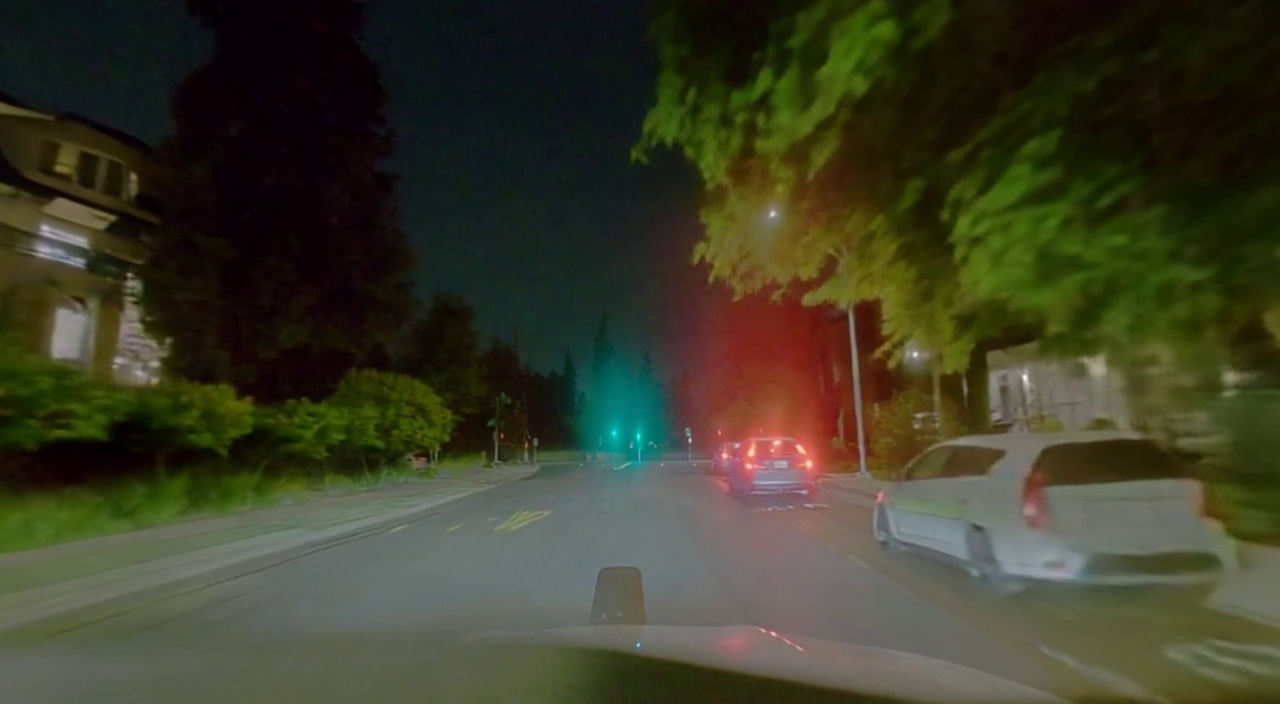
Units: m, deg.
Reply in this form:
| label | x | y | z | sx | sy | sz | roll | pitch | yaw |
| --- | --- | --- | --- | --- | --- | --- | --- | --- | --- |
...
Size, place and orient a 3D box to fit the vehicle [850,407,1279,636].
| label | x | y | z | sx | sy | sz | roll | pitch | yaw |
| --- | --- | --- | --- | --- | --- | --- | --- | --- | --- |
| vehicle | 4.109 | 1.529 | 6.828 | 2.043 | 1.585 | 4.687 | 0 | -8 | 0 |

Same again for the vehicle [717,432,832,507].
| label | x | y | z | sx | sy | sz | roll | pitch | yaw |
| --- | --- | --- | --- | --- | --- | --- | --- | --- | --- |
| vehicle | 3.183 | 2.887 | 15.980 | 2.037 | 1.595 | 4.536 | 0 | -8 | 2 |
